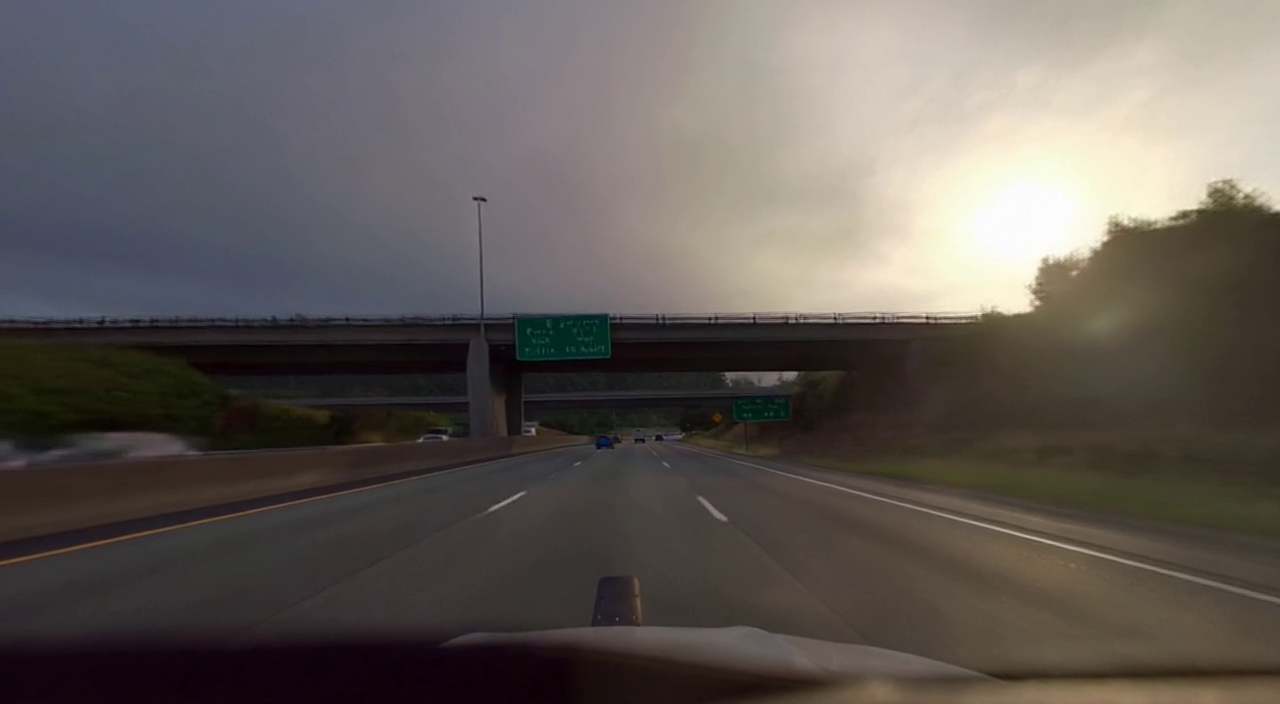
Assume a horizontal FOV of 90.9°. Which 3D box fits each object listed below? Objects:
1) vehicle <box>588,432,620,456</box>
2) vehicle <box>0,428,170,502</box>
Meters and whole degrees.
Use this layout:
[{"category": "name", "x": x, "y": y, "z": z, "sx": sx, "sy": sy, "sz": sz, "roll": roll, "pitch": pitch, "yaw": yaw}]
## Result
[{"category": "vehicle", "x": -2.607, "y": 6.791, "z": 46.730, "sx": 2.086, "sy": 1.624, "sz": 4.607, "roll": 0, "pitch": -8, "yaw": 1}, {"category": "vehicle", "x": -13.448, "y": 2.500, "z": 14.455, "sx": 1.937, "sy": 1.424, "sz": 4.454, "roll": 0, "pitch": -8, "yaw": -1}]
